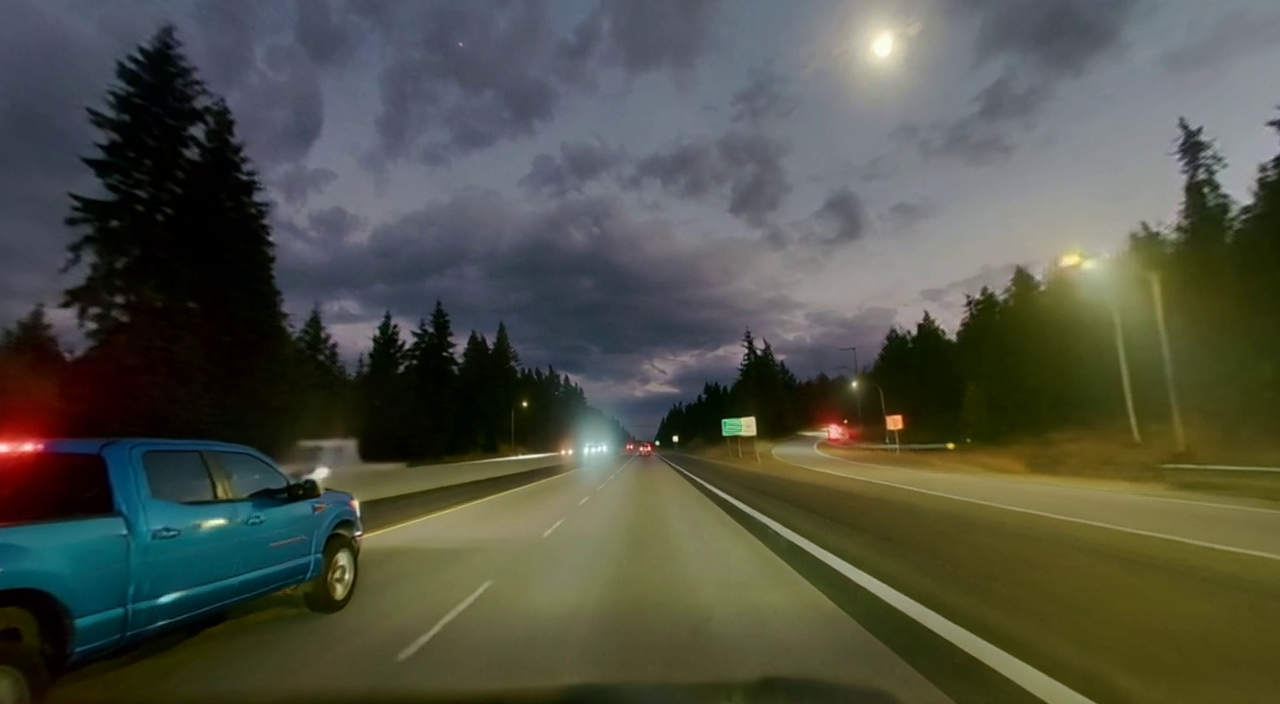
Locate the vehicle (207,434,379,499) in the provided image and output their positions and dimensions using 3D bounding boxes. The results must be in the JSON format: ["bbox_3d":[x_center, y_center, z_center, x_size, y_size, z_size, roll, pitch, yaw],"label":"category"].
[{"bbox_3d":[-11.341,3.757,21.401,2.275,1.845,6.252,0,-8,0],"label":"vehicle"}]
